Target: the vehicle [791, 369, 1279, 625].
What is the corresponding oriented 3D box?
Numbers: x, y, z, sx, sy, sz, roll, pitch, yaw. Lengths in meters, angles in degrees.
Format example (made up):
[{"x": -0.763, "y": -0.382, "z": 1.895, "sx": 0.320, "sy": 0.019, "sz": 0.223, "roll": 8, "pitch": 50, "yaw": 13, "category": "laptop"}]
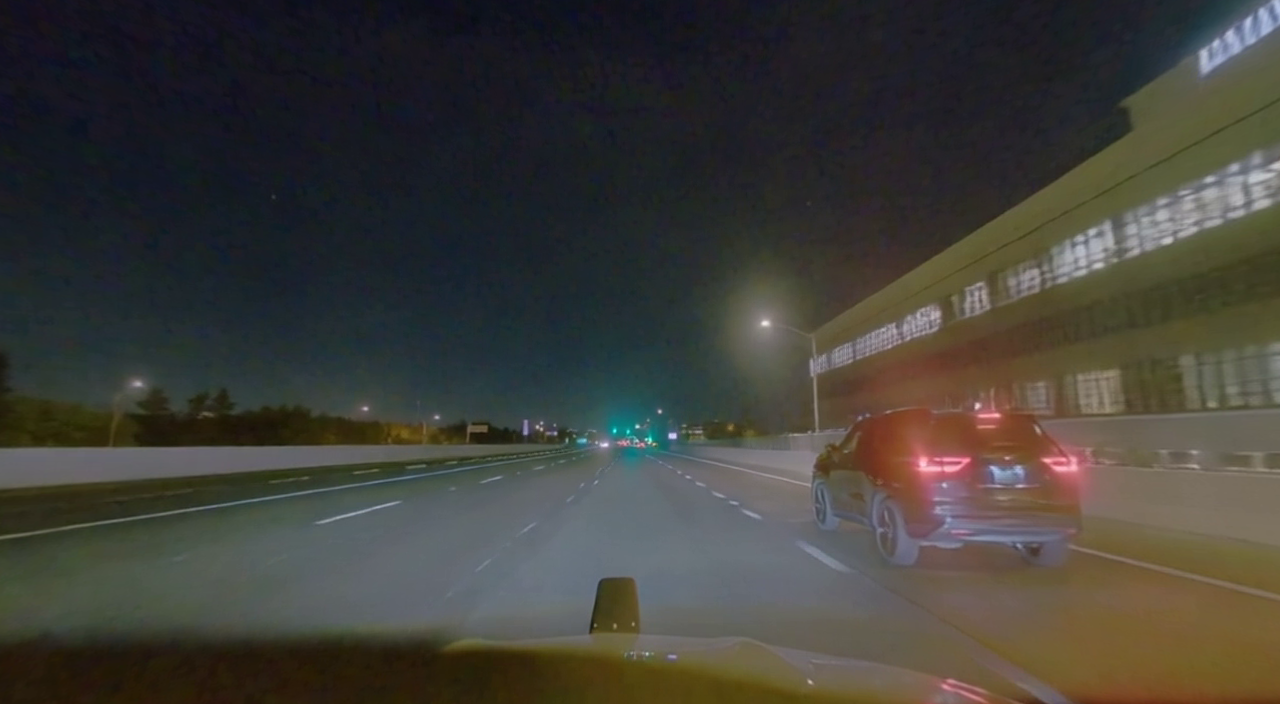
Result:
[{"x": 3.464, "y": 1.372, "z": 6.959, "sx": 2.212, "sy": 1.753, "sz": 5.064, "roll": 0, "pitch": -8, "yaw": -2, "category": "vehicle"}]
